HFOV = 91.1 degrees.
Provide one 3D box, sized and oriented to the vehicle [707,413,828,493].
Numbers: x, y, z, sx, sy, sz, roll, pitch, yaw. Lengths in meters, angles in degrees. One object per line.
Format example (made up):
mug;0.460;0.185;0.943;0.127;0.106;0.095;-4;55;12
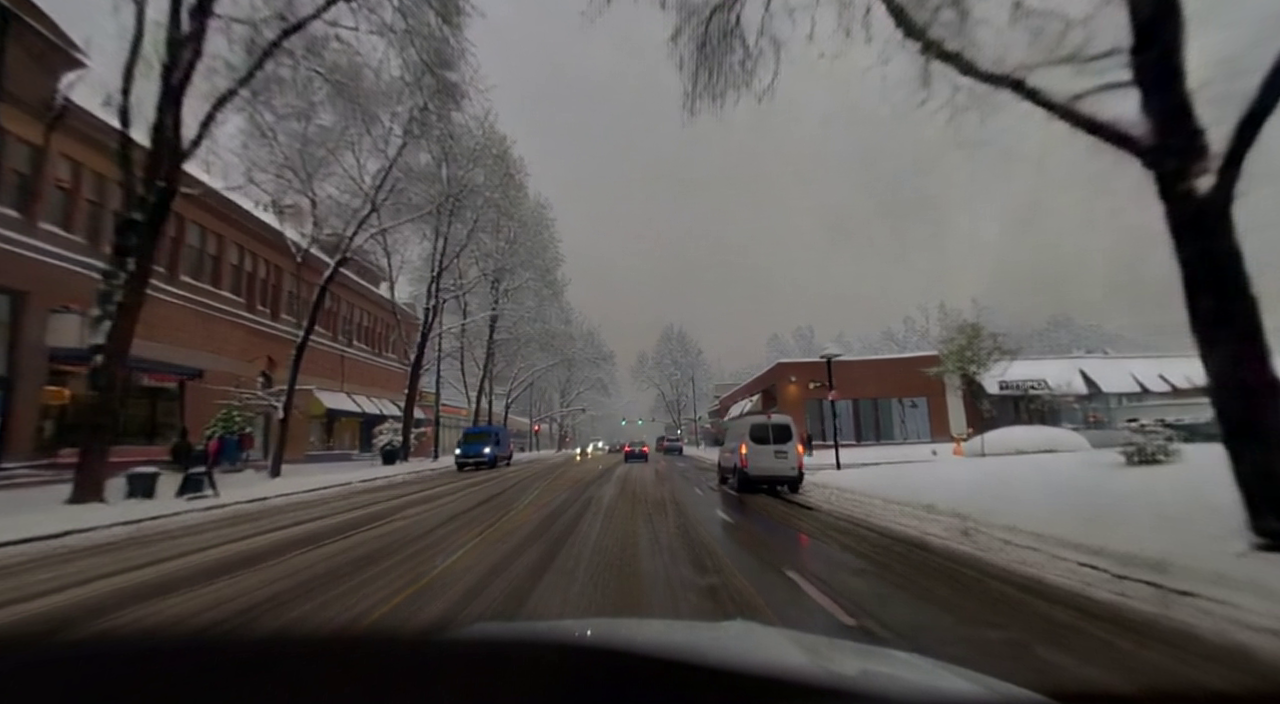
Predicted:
vehicle;3.478;2.870;18.410;2.357;1.986;5.136;1;-7;-2

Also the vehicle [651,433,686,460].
vehicle;2.300;7.323;49.141;2.147;1.968;4.478;-1;-7;10

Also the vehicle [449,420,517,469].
vehicle;-8.877;5.264;36.213;2.348;2.588;5.860;0;-7;1
